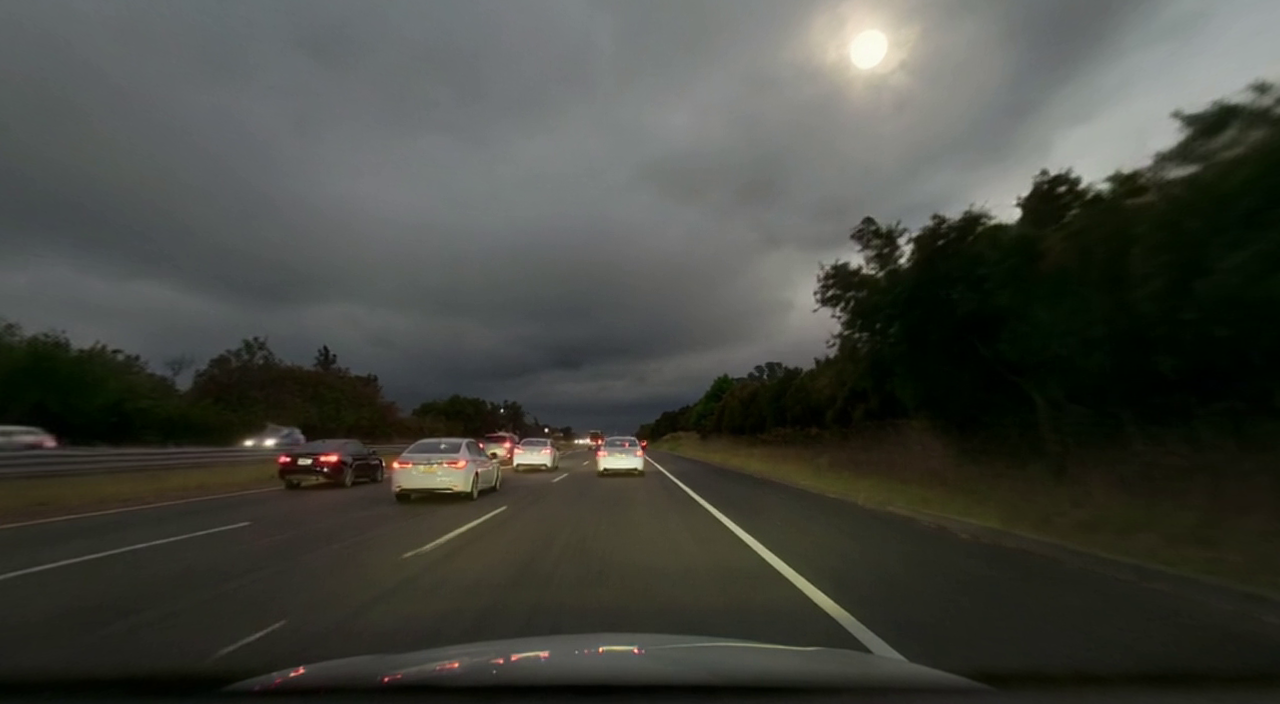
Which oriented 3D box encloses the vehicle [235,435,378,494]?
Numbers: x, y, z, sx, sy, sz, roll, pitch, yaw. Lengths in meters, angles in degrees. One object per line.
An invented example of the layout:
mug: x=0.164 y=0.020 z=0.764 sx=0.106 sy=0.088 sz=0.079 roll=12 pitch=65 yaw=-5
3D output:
vehicle: x=-9.205 y=3.085 z=17.761 sx=1.850 sy=1.439 sz=3.932 roll=0 pitch=-8 yaw=0

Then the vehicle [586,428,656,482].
vehicle: x=-0.651 y=3.505 z=21.757 sx=2.178 sy=1.658 sz=3.916 roll=0 pitch=-8 yaw=-1

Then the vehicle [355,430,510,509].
vehicle: x=-4.351 y=2.513 z=14.053 sx=1.971 sy=1.464 sz=4.386 roll=0 pitch=-8 yaw=0

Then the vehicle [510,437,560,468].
vehicle: x=-5.185 y=5.000 z=31.486 sx=1.835 sy=1.432 sz=3.835 roll=0 pitch=-8 yaw=0
